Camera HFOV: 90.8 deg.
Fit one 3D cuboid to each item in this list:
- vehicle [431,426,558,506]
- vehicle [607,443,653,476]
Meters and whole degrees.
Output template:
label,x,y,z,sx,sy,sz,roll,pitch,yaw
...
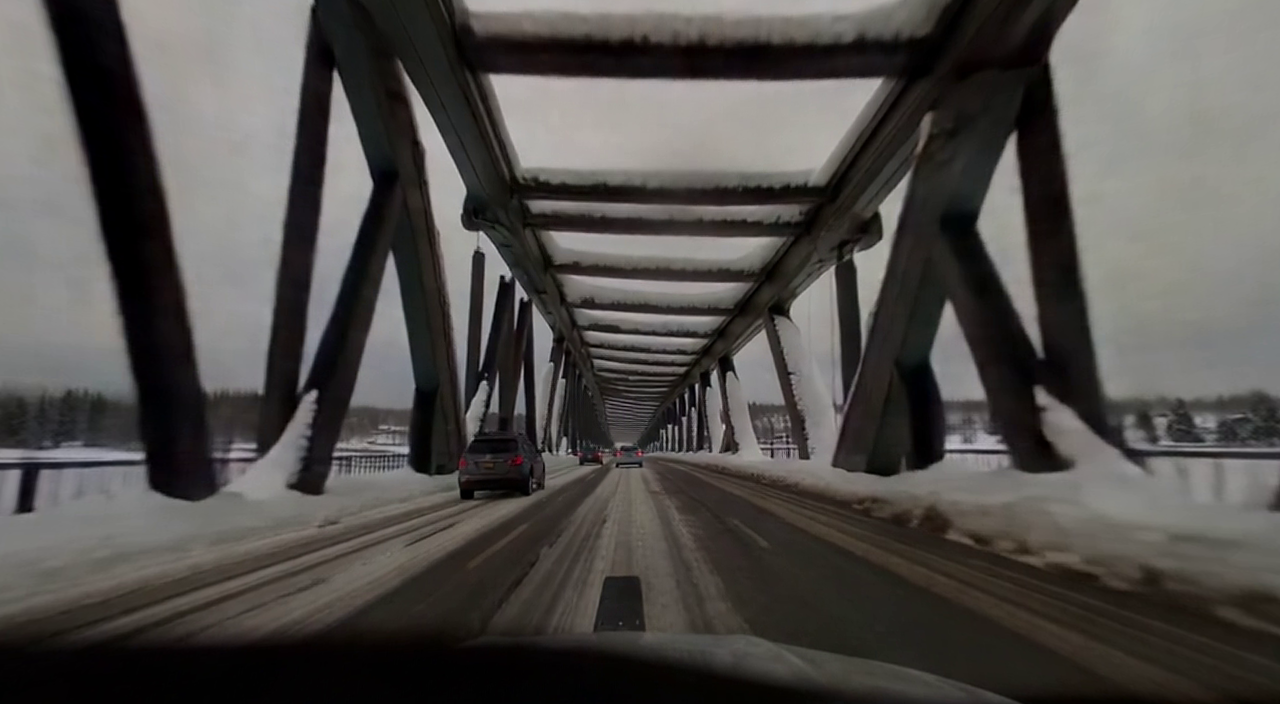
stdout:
label,x,y,z,sx,sy,sz,roll,pitch,yaw
vehicle,-3.664,2.995,16.990,2.190,1.807,4.741,-1,-9,1
vehicle,-0.481,5.124,30.336,2.048,1.450,3.973,0,-9,-1
